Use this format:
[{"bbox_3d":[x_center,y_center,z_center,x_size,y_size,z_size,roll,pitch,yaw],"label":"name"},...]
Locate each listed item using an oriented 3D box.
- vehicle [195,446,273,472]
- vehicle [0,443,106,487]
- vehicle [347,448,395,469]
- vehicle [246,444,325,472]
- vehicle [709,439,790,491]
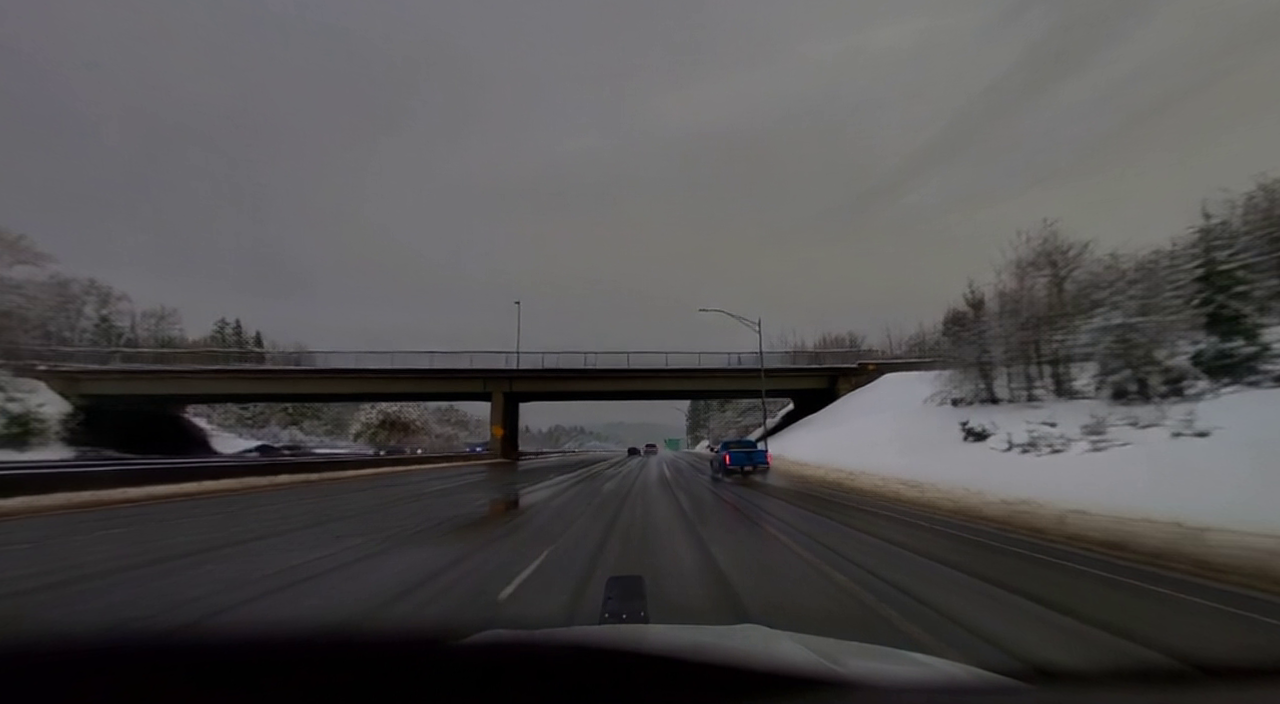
[{"bbox_3d":[-23.748,6.246,37.061,1.682,1.398,4.233,0,-8,1],"label":"vehicle"},{"bbox_3d":[-21.061,3.881,22.002,1.656,1.407,3.479,0,-8,2],"label":"vehicle"},{"bbox_3d":[-19.730,7.811,46.378,1.788,1.380,3.674,0,-8,3],"label":"vehicle"},{"bbox_3d":[-20.132,6.019,36.085,1.871,1.482,4.368,0,-8,2],"label":"vehicle"},{"bbox_3d":[3.767,3.966,22.603,2.010,1.637,4.940,0,-8,0],"label":"vehicle"}]
